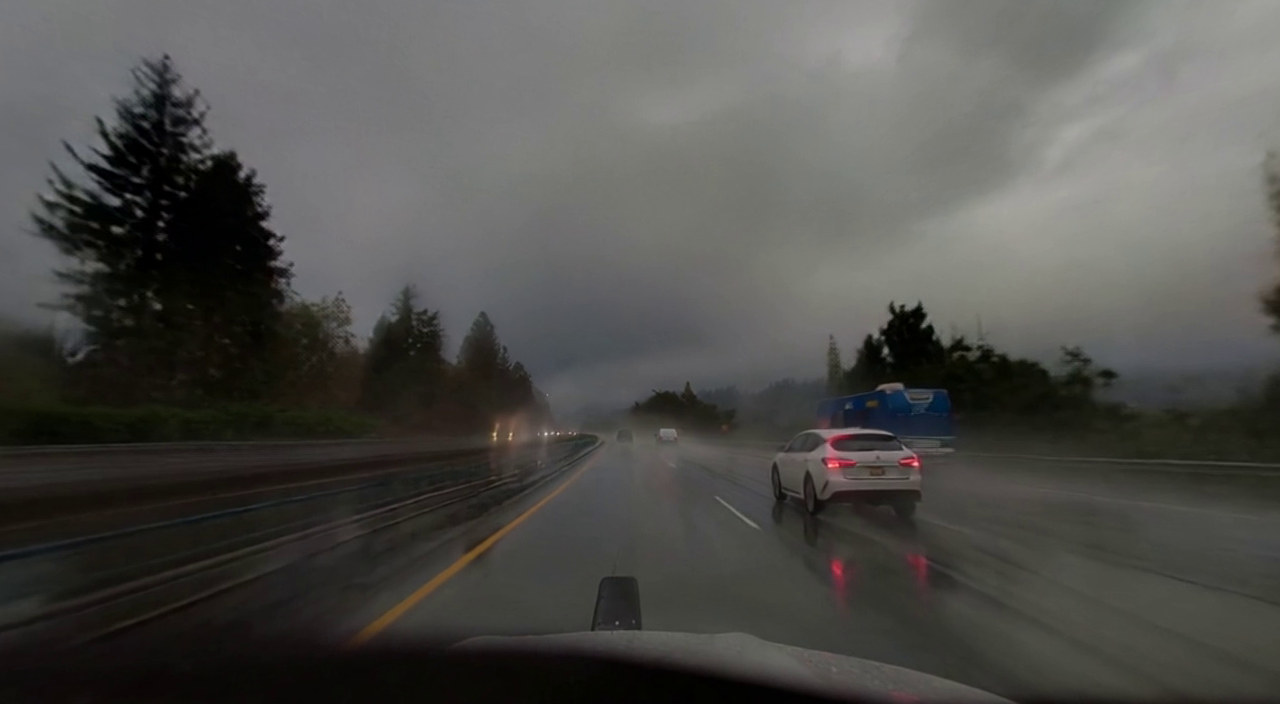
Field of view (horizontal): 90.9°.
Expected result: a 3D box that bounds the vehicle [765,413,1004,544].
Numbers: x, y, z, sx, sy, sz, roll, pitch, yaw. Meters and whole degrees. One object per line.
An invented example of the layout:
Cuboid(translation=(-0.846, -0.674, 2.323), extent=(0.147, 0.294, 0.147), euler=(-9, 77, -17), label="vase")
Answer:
Cuboid(translation=(3.341, 1.781, 9.586), extent=(2.002, 1.569, 3.845), euler=(0, -8, -1), label="vehicle")
